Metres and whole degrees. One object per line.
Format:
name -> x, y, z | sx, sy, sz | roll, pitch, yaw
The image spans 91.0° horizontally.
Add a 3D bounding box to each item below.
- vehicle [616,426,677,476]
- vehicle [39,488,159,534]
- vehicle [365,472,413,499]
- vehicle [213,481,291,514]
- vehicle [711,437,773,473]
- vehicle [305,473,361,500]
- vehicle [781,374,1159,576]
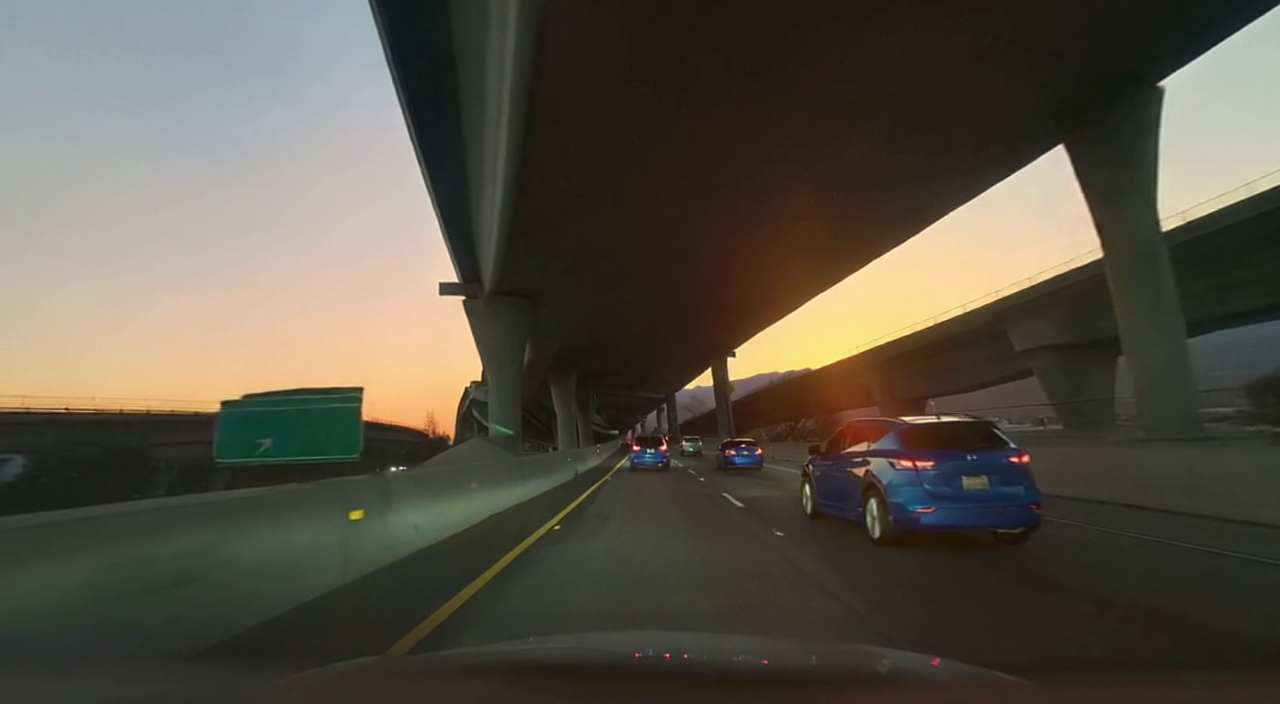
vehicle -> 0.258, 4.017, 25.721 | 2.264, 1.841, 4.583 | 0, -8, 0
vehicle -> -23.211, 6.804, 27.268 | 1.792, 1.481, 4.338 | 2, -9, -9
vehicle -> -18.760, 10.008, 47.345 | 1.939, 1.689, 4.298 | 0, -8, -2
vehicle -> -22.076, 8.265, 36.036 | 1.813, 1.498, 4.330 | 1, -8, -3
vehicle -> 4.552, 4.667, 28.699 | 2.047, 1.500, 4.017 | 0, -8, -2
vehicle -> -22.596, 9.917, 46.581 | 1.920, 1.675, 4.655 | 1, -8, -2
vehicle -> 3.959, 1.649, 9.224 | 2.404, 2.014, 5.655 | 0, -8, -1
